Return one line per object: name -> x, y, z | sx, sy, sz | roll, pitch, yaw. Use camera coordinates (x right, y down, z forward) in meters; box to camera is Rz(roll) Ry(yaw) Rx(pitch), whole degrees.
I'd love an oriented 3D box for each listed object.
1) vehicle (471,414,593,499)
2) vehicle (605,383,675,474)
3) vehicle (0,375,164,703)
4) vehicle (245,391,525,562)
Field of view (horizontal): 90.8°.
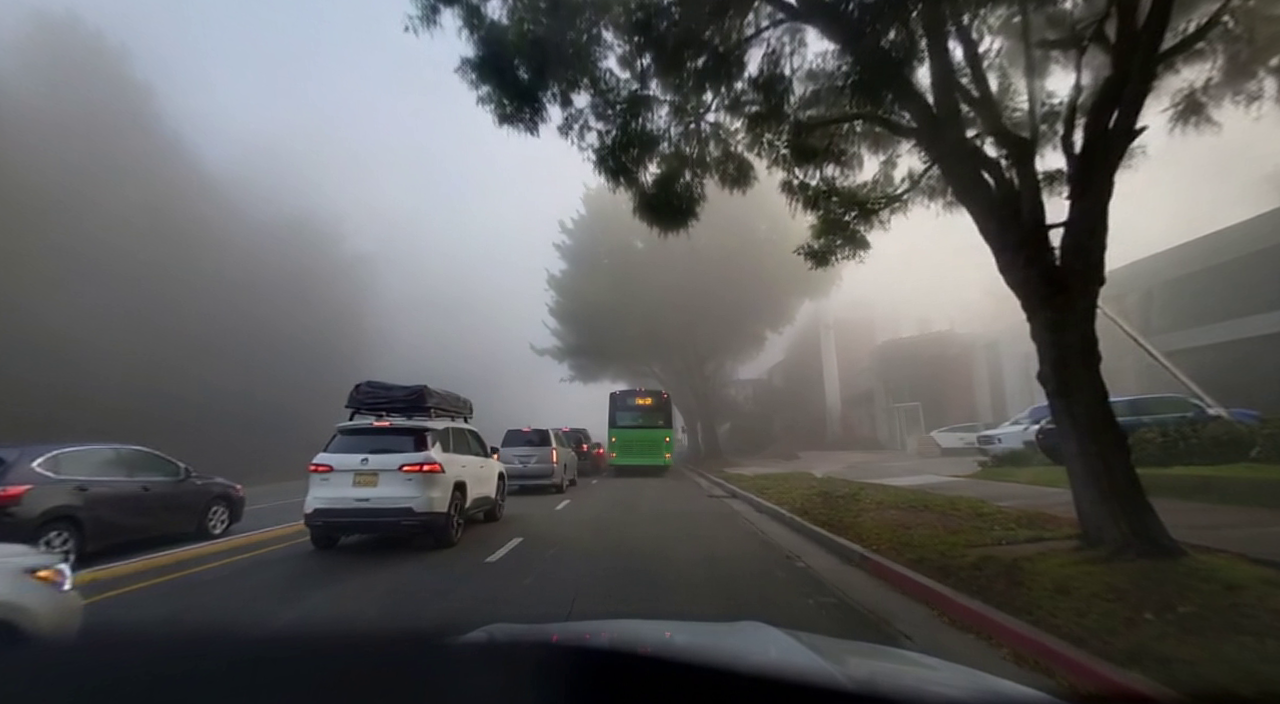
vehicle -> -2.981, 3.103, 19.099 | 2.546, 2.125, 5.869 | 0, -9, 1
vehicle -> 0.021, 4.180, 33.083 | 2.970, 3.857, 12.200 | 0, -9, 0
vehicle -> -3.300, 0.647, 0.683 | 2.042, 1.571, 4.475 | 0, -9, 0
vehicle -> -3.318, 1.779, 9.657 | 2.095, 1.892, 5.043 | 0, -9, 1
